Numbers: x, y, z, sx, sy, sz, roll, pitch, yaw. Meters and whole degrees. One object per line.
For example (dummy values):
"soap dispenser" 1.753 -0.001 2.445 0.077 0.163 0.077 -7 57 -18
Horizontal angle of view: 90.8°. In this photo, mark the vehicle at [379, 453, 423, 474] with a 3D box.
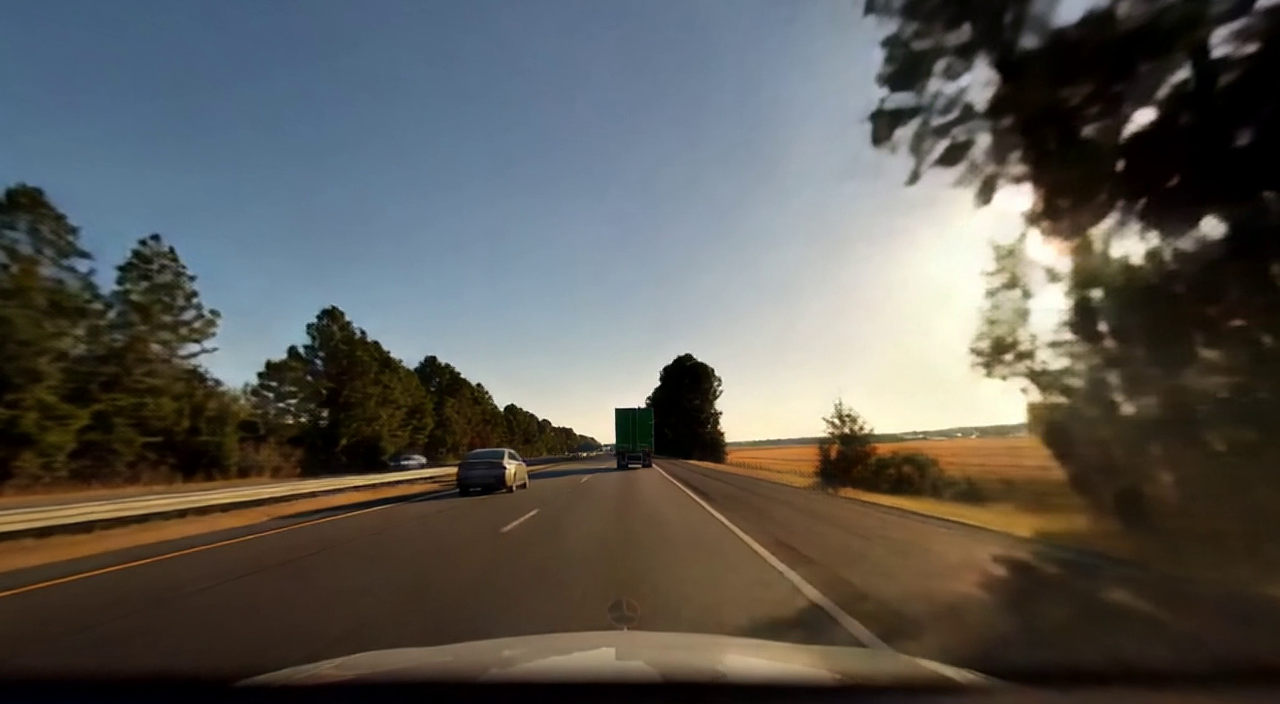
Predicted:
"vehicle" -18.129 8.458 48.060 1.805 1.466 3.803 0 -9 0

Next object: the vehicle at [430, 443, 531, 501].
"vehicle" -4.467 3.414 18.285 1.937 1.493 3.779 0 -9 0
